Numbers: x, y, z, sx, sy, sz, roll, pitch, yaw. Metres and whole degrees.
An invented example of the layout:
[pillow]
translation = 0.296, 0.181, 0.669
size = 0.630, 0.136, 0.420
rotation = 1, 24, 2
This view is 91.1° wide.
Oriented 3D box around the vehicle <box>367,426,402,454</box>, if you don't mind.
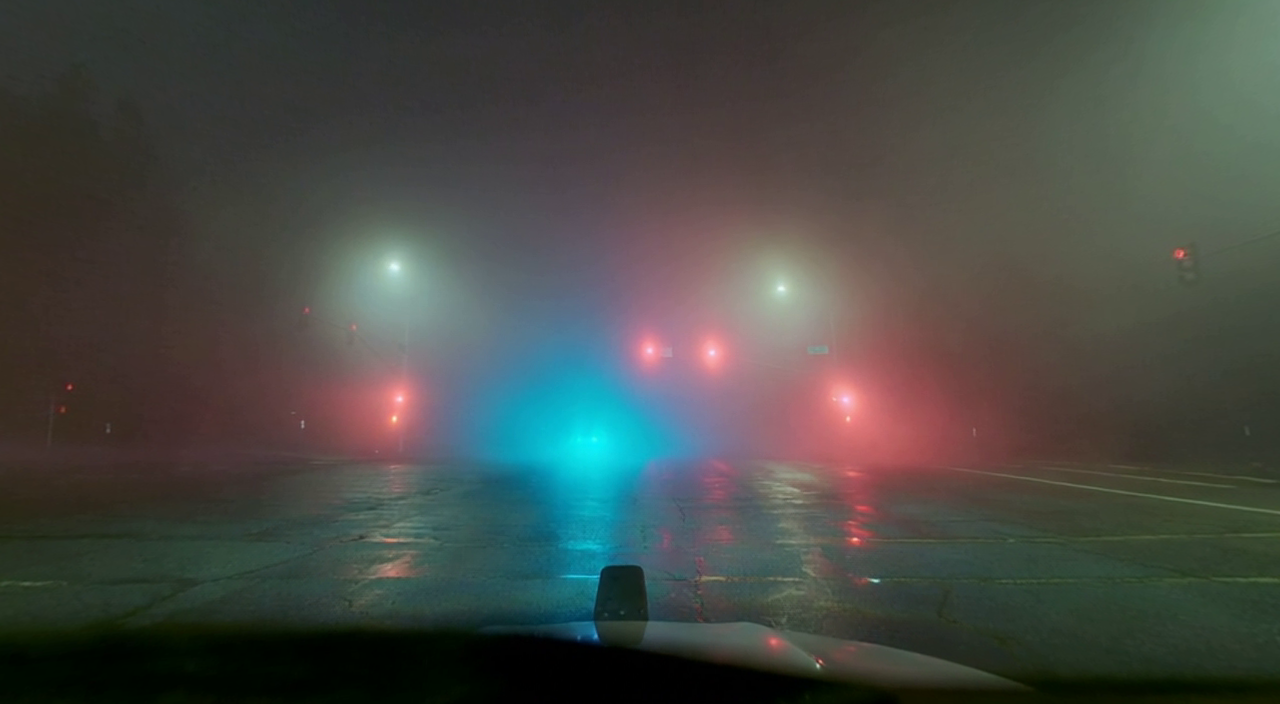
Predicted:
[vehicle]
translation = -19.913, 6.860, 48.902
size = 1.873, 2.079, 2.879
rotation = 5, -10, -33
